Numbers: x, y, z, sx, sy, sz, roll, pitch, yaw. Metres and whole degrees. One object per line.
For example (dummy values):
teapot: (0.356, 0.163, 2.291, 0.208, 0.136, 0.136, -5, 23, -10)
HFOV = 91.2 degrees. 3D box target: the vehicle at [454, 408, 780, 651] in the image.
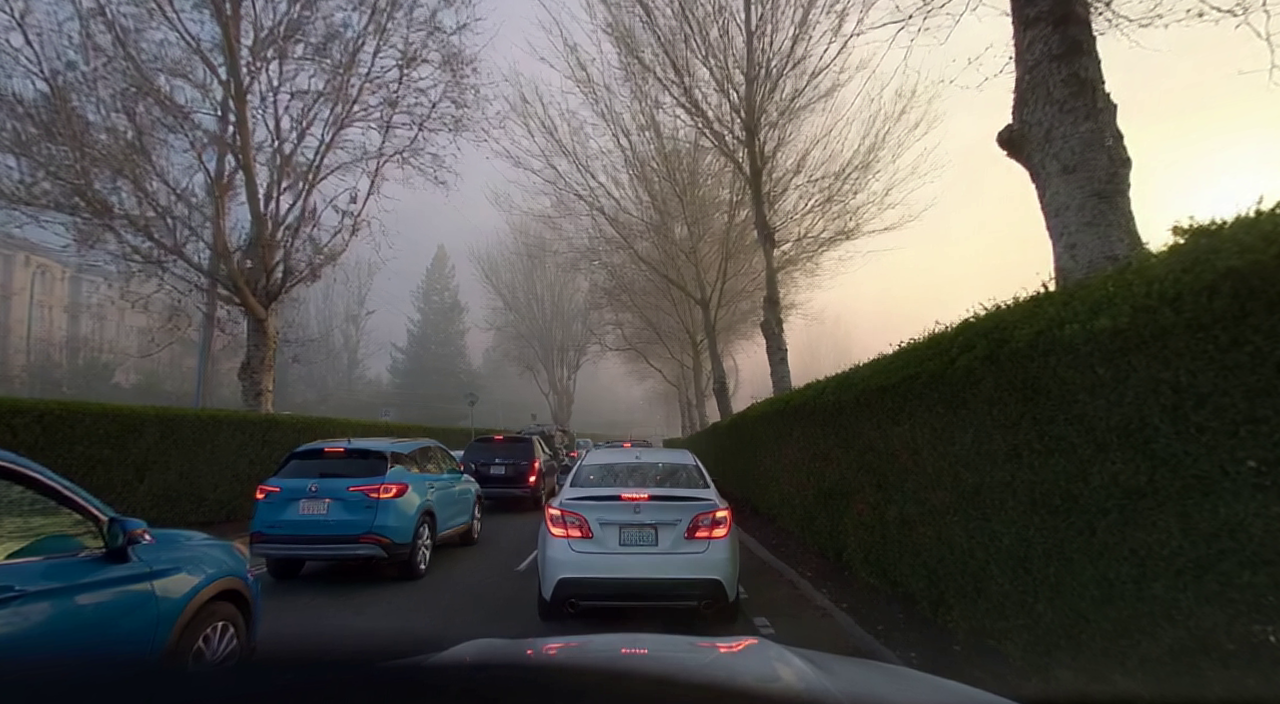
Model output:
vehicle: (-0.169, 1.493, 6.234, 2.154, 1.581, 4.007, 0, -9, 0)

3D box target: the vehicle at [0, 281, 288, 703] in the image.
vehicle: (-3.280, 0.674, 1.266, 2.205, 1.913, 5.327, -6, -8, -2)

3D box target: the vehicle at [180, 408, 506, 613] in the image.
vehicle: (-3.392, 1.851, 8.310, 2.256, 1.728, 4.421, -6, -8, -2)
